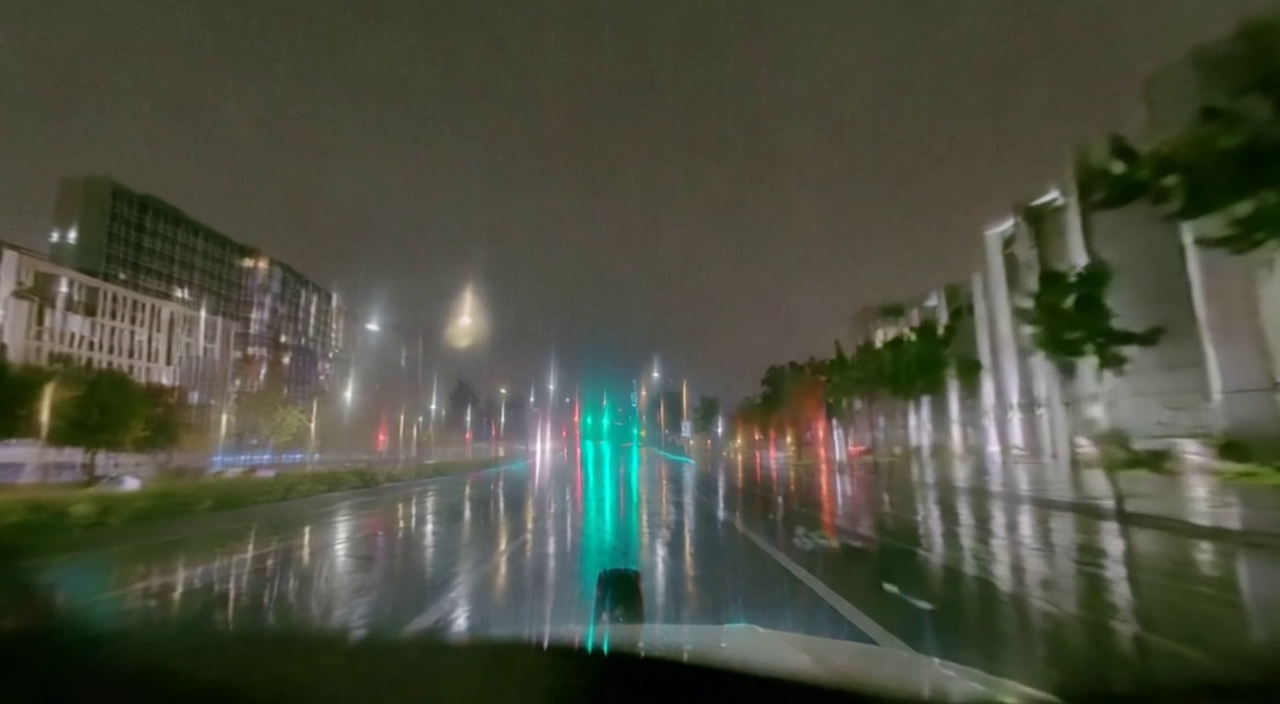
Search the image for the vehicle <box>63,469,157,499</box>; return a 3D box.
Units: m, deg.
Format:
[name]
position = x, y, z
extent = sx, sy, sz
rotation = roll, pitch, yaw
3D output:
[vehicle]
position = -33.178, 8.253, 39.750
extent = 2.020, 1.552, 4.568
rotation = 0, -9, -2
